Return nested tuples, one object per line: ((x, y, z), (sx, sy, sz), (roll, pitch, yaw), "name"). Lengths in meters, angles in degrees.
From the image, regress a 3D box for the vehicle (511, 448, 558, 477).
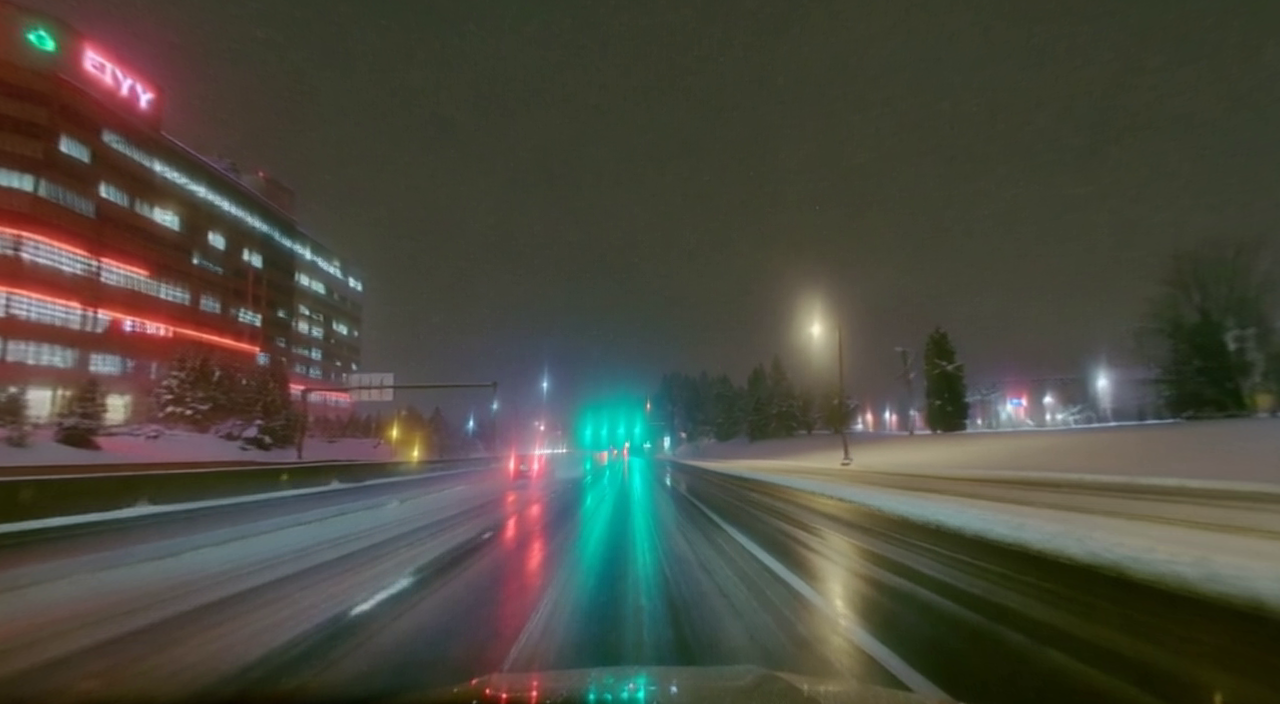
((-5.830, 6.134, 35.335), (1.943, 1.510, 4.201), (0, -9, -1), "vehicle")
